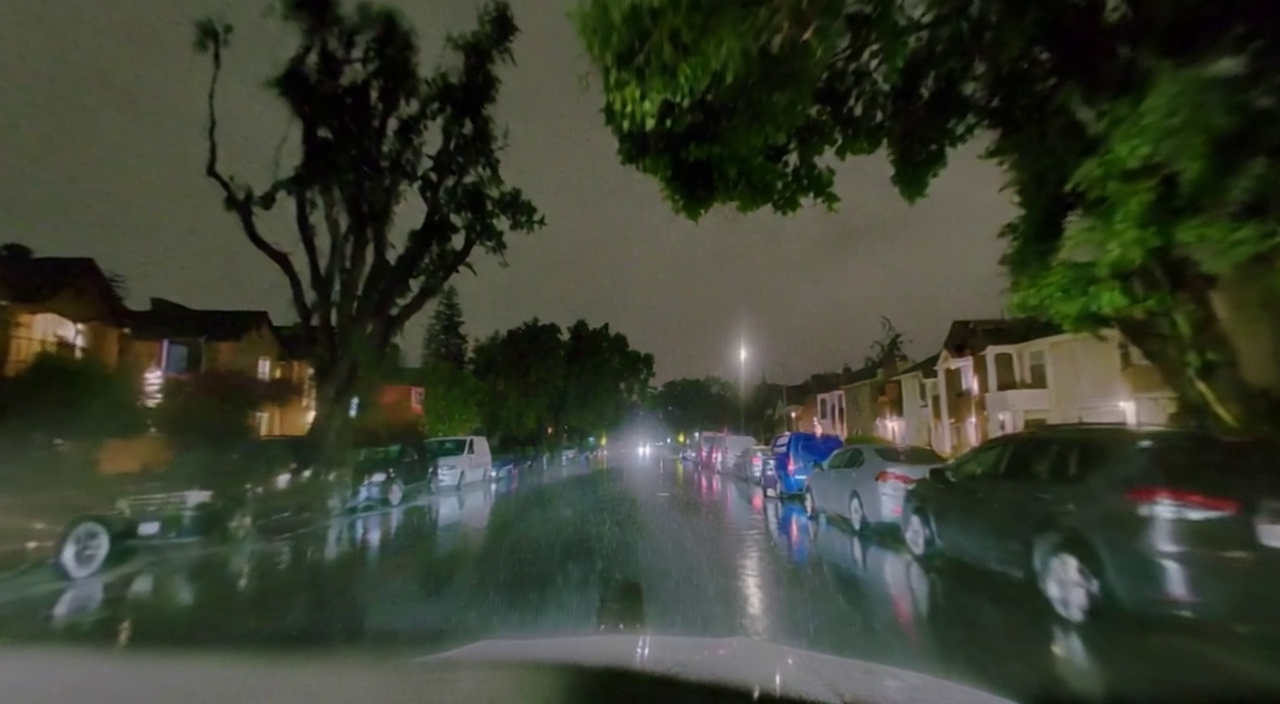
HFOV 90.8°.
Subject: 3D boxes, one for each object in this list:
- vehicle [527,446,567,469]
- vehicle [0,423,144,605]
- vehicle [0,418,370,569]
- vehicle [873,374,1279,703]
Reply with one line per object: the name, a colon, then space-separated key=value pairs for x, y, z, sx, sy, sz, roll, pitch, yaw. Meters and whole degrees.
vehicle: x=-6.338 y=7.195 z=43.439 sx=1.869 sy=1.467 sz=4.921 roll=-1 pitch=-9 yaw=1
vehicle: x=-7.100 y=1.504 z=5.431 sx=1.898 sy=1.715 sz=4.537 roll=-3 pitch=-8 yaw=2
vehicle: x=-7.118 y=2.286 z=11.007 sx=1.965 sy=1.797 sz=6.086 roll=-3 pitch=-10 yaw=2
vehicle: x=4.003 y=1.333 z=5.595 sx=1.903 sy=1.714 sz=5.092 roll=0 pitch=-9 yaw=0
